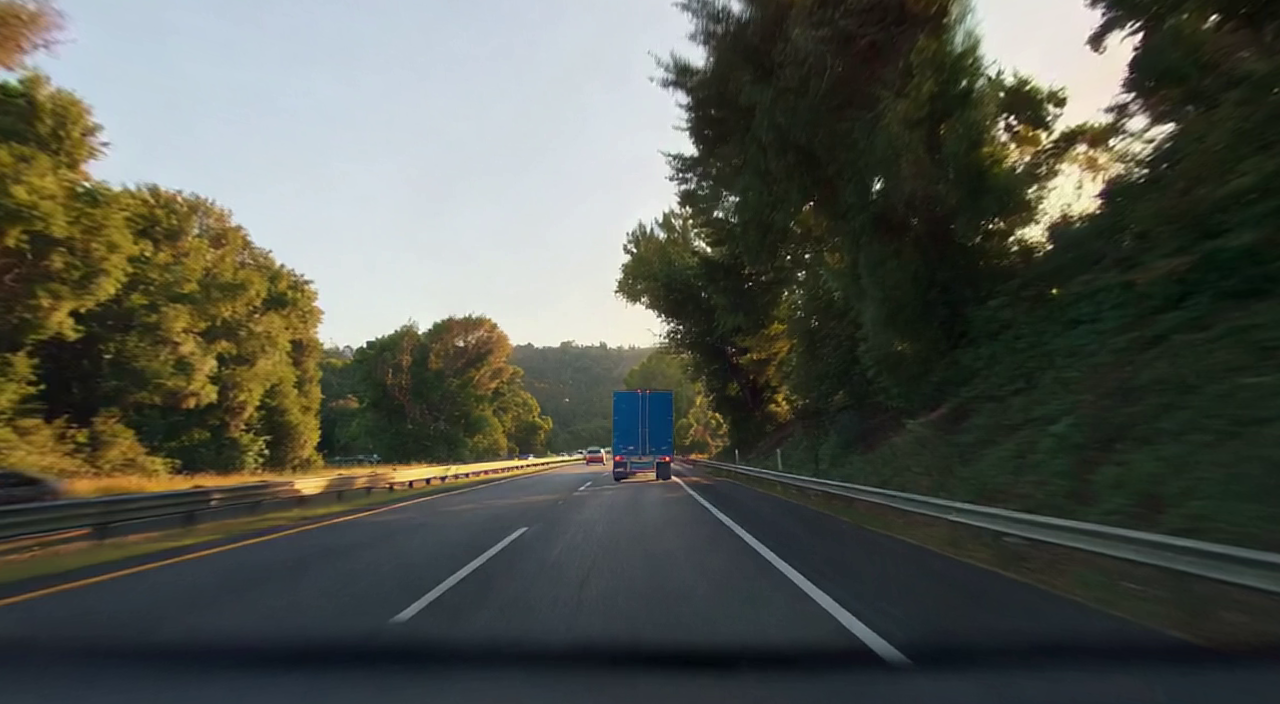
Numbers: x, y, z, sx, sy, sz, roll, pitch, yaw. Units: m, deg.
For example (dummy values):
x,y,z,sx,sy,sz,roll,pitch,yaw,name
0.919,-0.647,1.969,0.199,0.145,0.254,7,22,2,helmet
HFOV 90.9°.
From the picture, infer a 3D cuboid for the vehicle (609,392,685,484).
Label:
x,y,z,sx,sy,sz,roll,pitch,yaw,name
0.091,3.975,28.654,2.913,3.530,8.648,0,-9,-2,vehicle
